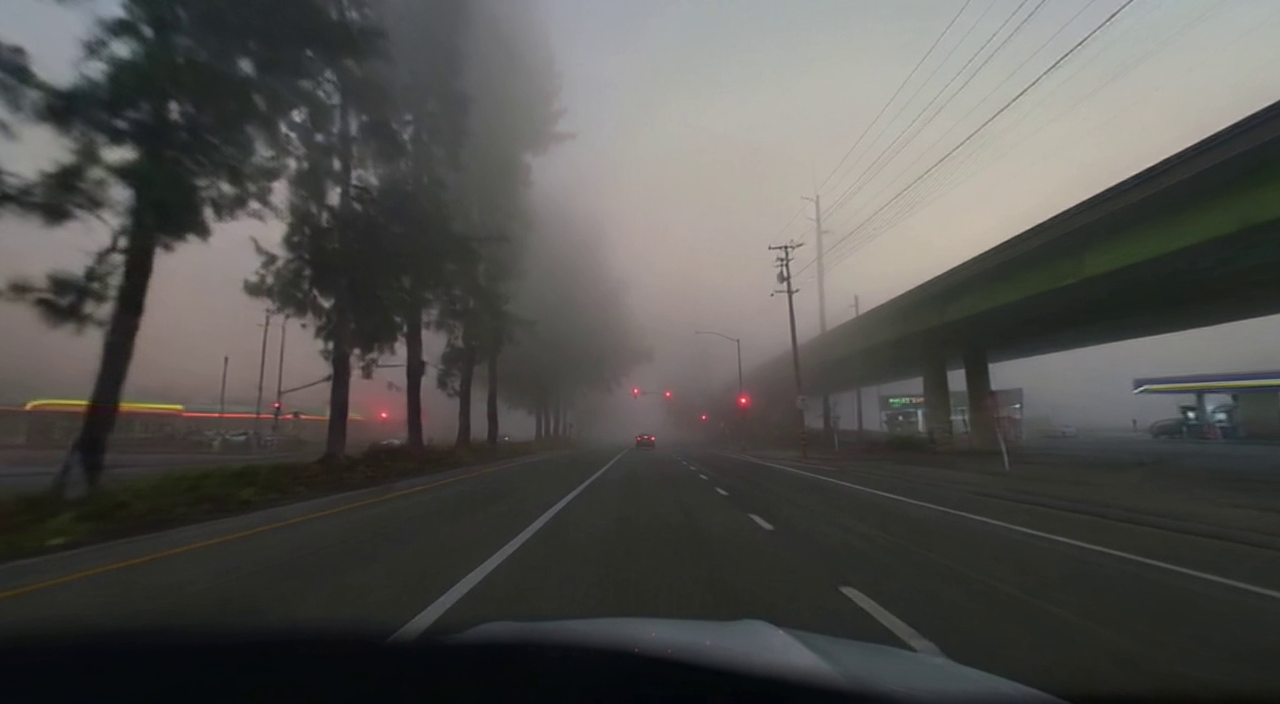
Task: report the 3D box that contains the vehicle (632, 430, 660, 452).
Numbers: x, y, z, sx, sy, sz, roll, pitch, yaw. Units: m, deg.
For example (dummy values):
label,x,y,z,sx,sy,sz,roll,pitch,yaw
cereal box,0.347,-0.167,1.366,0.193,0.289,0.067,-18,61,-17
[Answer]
label,x,y,z,sx,sy,sz,roll,pitch,yaw
vehicle,0.431,6.987,49.405,2.074,1.631,3.793,0,-8,0
